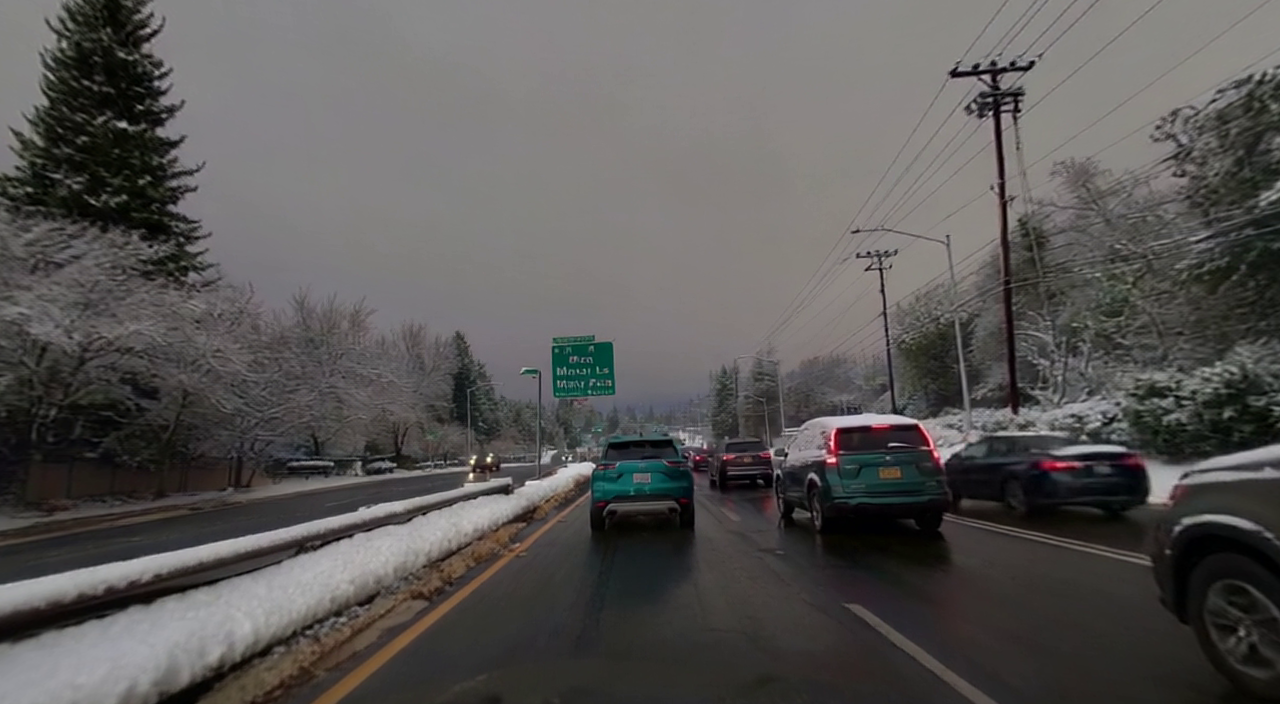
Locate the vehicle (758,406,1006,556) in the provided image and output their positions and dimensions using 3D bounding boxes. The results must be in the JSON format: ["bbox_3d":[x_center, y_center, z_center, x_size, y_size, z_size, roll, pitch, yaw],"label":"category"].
[{"bbox_3d":[3.394,1.918,10.099,2.097,1.818,4.625,0,-8,0],"label":"vehicle"}]

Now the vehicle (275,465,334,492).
[{"bbox_3d":[-22.613,8.504,42.734,1.847,1.554,3.926,0,-8,0],"label":"vehicle"}]

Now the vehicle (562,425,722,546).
[{"bbox_3d":[0.006,2.159,10.888,2.199,1.641,4.232,0,-8,-1],"label":"vehicle"}]

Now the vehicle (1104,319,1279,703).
[{"bbox_3d":[3.524,0.542,1.219,2.001,1.707,4.250,0,-8,0],"label":"vehicle"}]
